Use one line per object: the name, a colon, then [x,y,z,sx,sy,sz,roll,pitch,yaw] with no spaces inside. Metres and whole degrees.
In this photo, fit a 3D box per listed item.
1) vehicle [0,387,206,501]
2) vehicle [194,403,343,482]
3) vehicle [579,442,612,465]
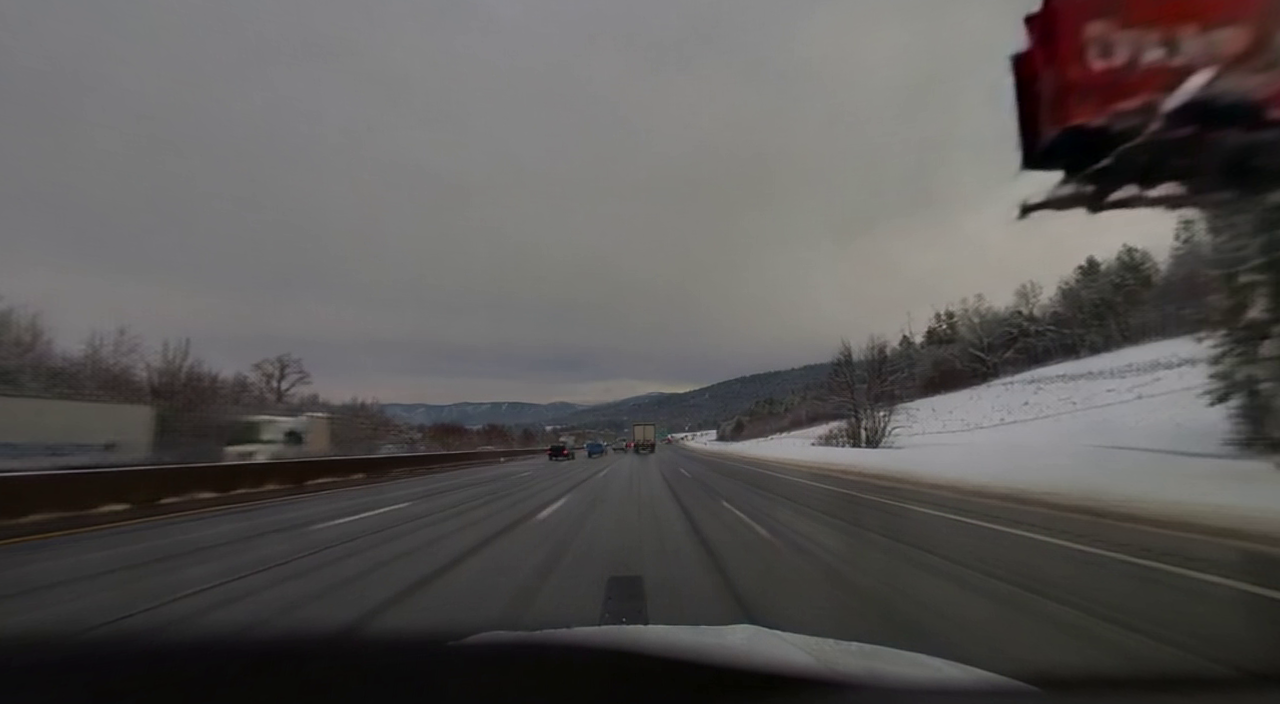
vehicle: [-24.989,3.781,25.885,2.879,4.158,16.173,0,-8,0]
vehicle: [-20.659,5.152,35.956,3.039,3.894,8.649,0,-8,1]
vehicle: [-3.200,7.421,46.332,2.042,1.532,4.396,0,-8,1]
